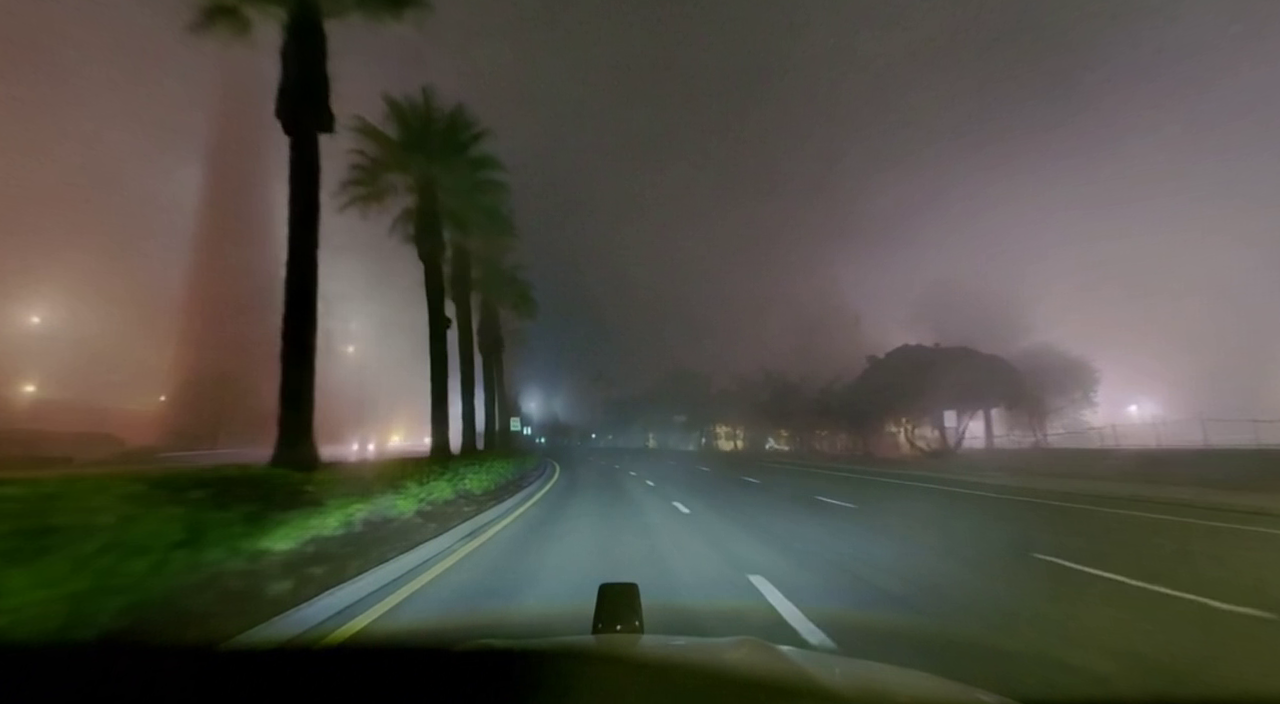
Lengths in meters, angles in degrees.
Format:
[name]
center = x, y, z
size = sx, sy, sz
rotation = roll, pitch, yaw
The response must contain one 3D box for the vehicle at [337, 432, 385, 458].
[vehicle]
center = -19.852, 6.676, 45.196
size = 2.025, 1.716, 4.552
rotation = 1, -9, -10
